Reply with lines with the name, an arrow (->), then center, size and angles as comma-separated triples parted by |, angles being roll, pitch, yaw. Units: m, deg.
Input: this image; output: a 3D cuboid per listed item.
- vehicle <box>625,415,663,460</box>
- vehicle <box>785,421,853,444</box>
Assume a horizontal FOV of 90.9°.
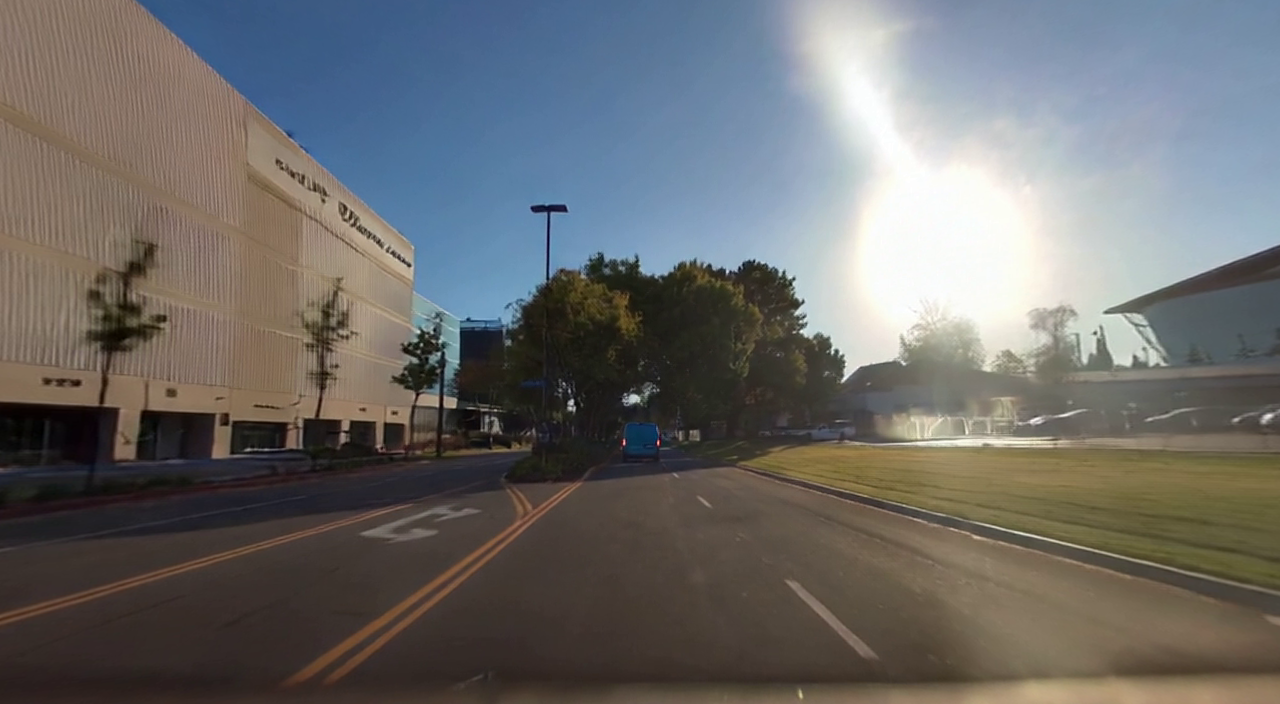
vehicle -> 0.212, 5.800, 42.755 | 2.435, 2.816, 5.232 | 0, -8, -1
vehicle -> 12.555, 5.662, 44.331 | 4.184, 1.578, 1.976 | 0, -8, -2
